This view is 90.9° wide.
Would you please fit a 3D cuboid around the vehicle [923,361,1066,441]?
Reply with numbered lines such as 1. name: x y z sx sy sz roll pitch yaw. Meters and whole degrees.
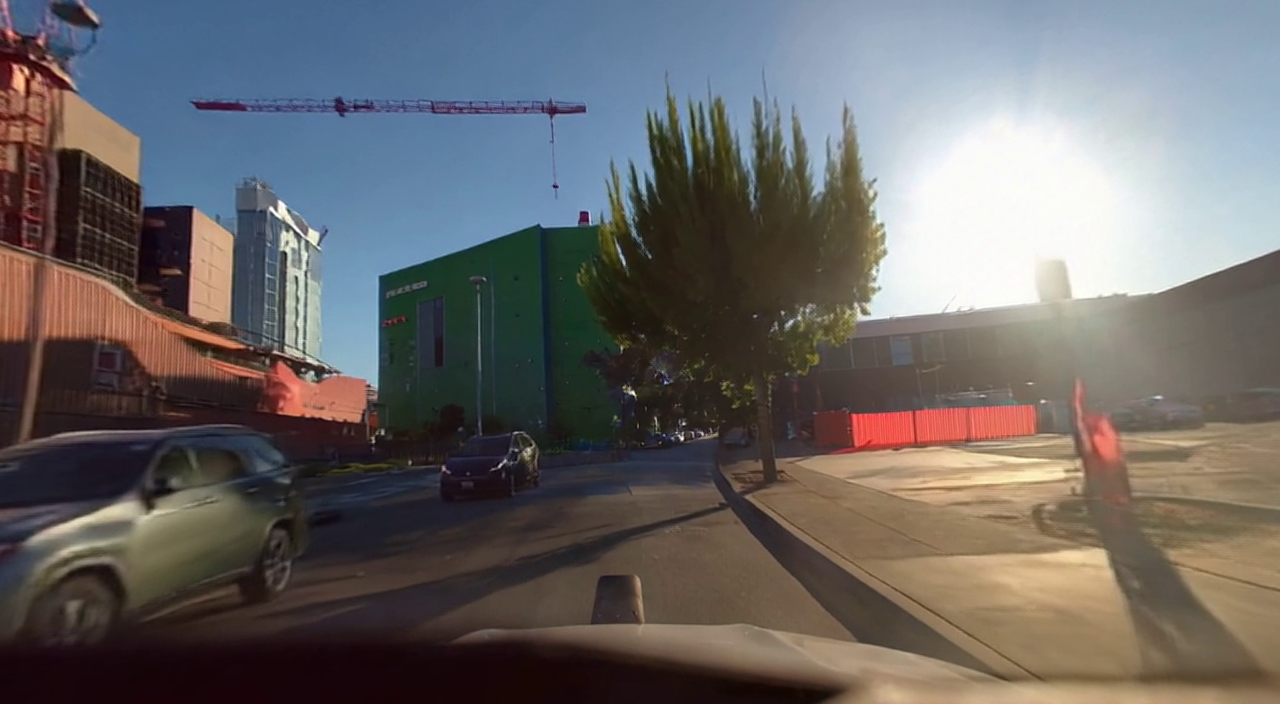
1. vehicle: 19.280 2.992 35.306 3.031 3.863 9.734 -1 -8 5

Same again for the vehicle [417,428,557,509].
1. vehicle: -3.469 2.706 15.243 1.967 1.646 4.192 -1 -8 6

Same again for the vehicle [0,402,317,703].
1. vehicle: -3.902 1.229 4.299 1.736 1.610 2.874 -1 -8 3
